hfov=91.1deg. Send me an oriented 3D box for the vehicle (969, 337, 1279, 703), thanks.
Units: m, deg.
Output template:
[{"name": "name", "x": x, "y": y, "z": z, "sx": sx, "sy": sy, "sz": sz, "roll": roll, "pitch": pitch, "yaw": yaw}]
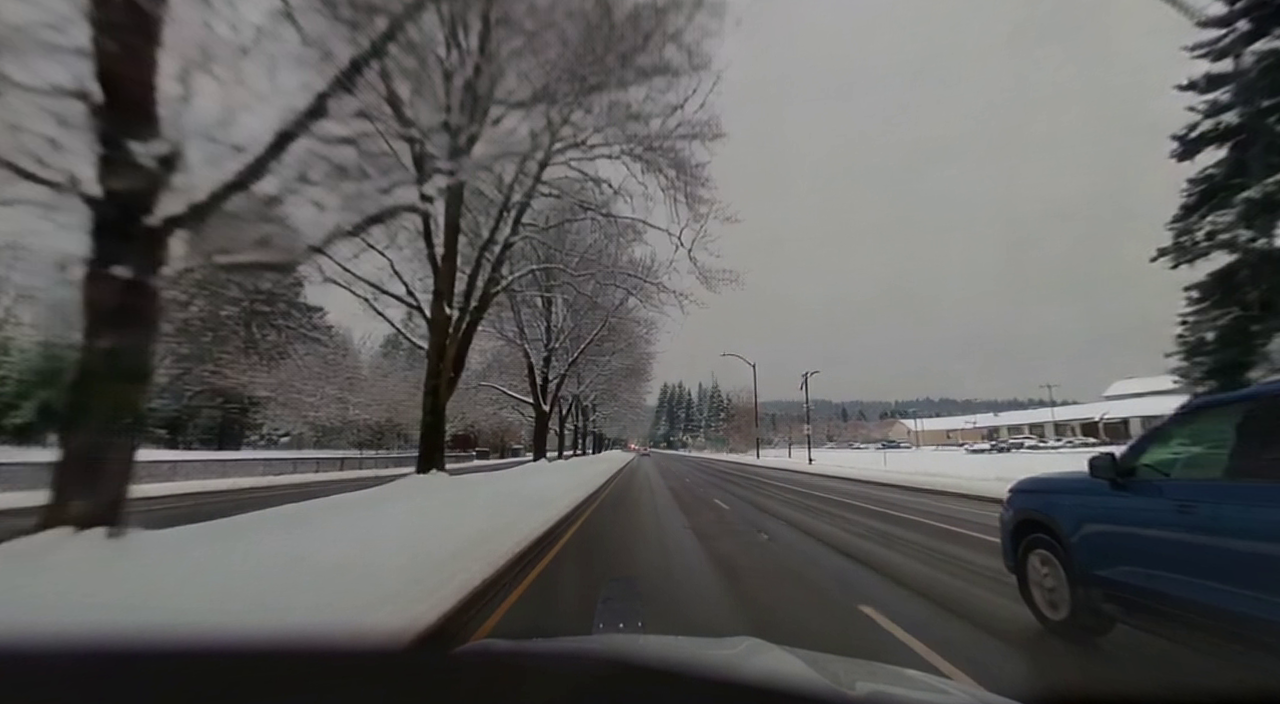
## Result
[{"name": "vehicle", "x": 3.694, "y": 0.809, "z": 2.481, "sx": 2.087, "sy": 1.759, "sz": 5.040, "roll": 0, "pitch": -8, "yaw": 1}]
